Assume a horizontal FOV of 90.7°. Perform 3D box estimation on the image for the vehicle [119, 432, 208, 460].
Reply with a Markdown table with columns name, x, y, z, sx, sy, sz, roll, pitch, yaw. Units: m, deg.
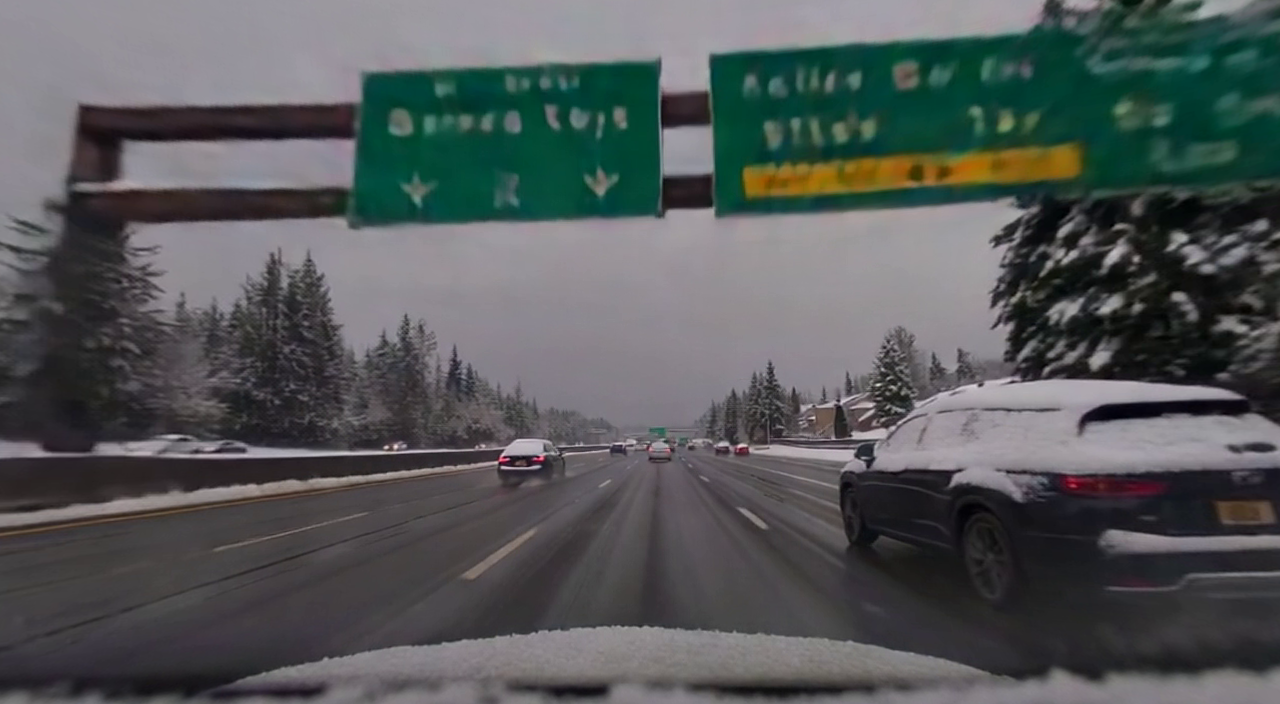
| name | x | y | z | sx | sy | sz | roll | pitch | yaw |
| --- | --- | --- | --- | --- | --- | --- | --- | --- | --- |
| vehicle | -29.207 | 5.801 | 39.001 | 1.944 | 1.634 | 4.512 | 0 | -9 | -1 |

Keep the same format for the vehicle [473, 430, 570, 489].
| name | x | y | z | sx | sy | sz | roll | pitch | yaw |
| --- | --- | --- | --- | --- | --- | --- | --- | --- | --- |
| vehicle | -3.705 | 3.476 | 20.669 | 2.260 | 1.706 | 4.177 | 0 | -9 | 2 |

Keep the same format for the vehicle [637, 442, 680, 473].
| name | x | y | z | sx | sy | sz | roll | pitch | yaw |
| --- | --- | --- | --- | --- | --- | --- | --- | --- | --- |
| vehicle | 0.973 | 5.518 | 33.328 | 2.146 | 1.485 | 4.332 | 0 | -8 | 2 |

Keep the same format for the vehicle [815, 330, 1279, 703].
| name | x | y | z | sx | sy | sz | roll | pitch | yaw |
| --- | --- | --- | --- | --- | --- | --- | --- | --- | --- |
| vehicle | 3.461 | 1.194 | 5.310 | 2.463 | 1.851 | 5.122 | 0 | -8 | 0 |

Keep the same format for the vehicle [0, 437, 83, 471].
| name | x | y | z | sx | sy | sz | roll | pitch | yaw |
| --- | --- | --- | --- | --- | --- | --- | --- | --- | --- |
| vehicle | -26.612 | 4.413 | 27.543 | 1.534 | 1.386 | 3.430 | 0 | -8 | -1 |
